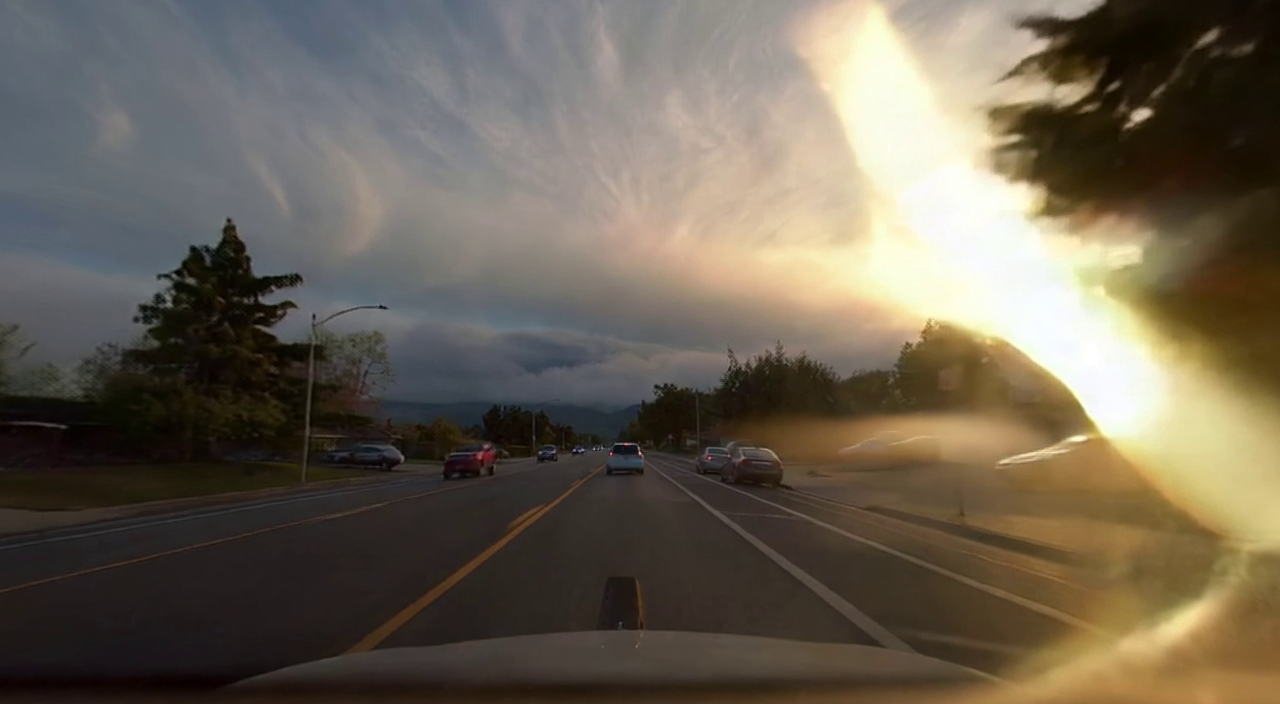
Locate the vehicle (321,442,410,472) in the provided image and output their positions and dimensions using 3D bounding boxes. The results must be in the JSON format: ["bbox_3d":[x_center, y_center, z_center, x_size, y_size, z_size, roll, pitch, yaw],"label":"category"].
[{"bbox_3d":[-20.144,7.688,46.513,5.551,1.870,2.183,-2,-8,-3],"label":"vehicle"}]

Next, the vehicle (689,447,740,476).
[{"bbox_3d":[4.057,6.053,35.242,2.001,1.480,5.022,1,-9,-2],"label":"vehicle"}]

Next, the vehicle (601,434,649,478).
[{"bbox_3d":[-0.686,5.047,30.930,2.153,1.942,4.767,0,-9,-1],"label":"vehicle"}]

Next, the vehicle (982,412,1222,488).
[{"bbox_3d":[12.385,2.660,17.230,4.870,1.926,2.094,0,-9,-1],"label":"vehicle"}]

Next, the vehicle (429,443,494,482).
[{"bbox_3d":[-8.481,5.263,30.466,1.945,1.712,4.240,0,-9,-1],"label":"vehicle"}]

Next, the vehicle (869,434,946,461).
[{"bbox_3d":[17.874,6.388,42.318,4.172,1.705,2.032,1,-9,-7],"label":"vehicle"}]

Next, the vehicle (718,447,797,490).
[{"bbox_3d":[4.379,4.433,24.375,1.963,1.469,4.709,1,-9,-2],"label":"vehicle"}]
